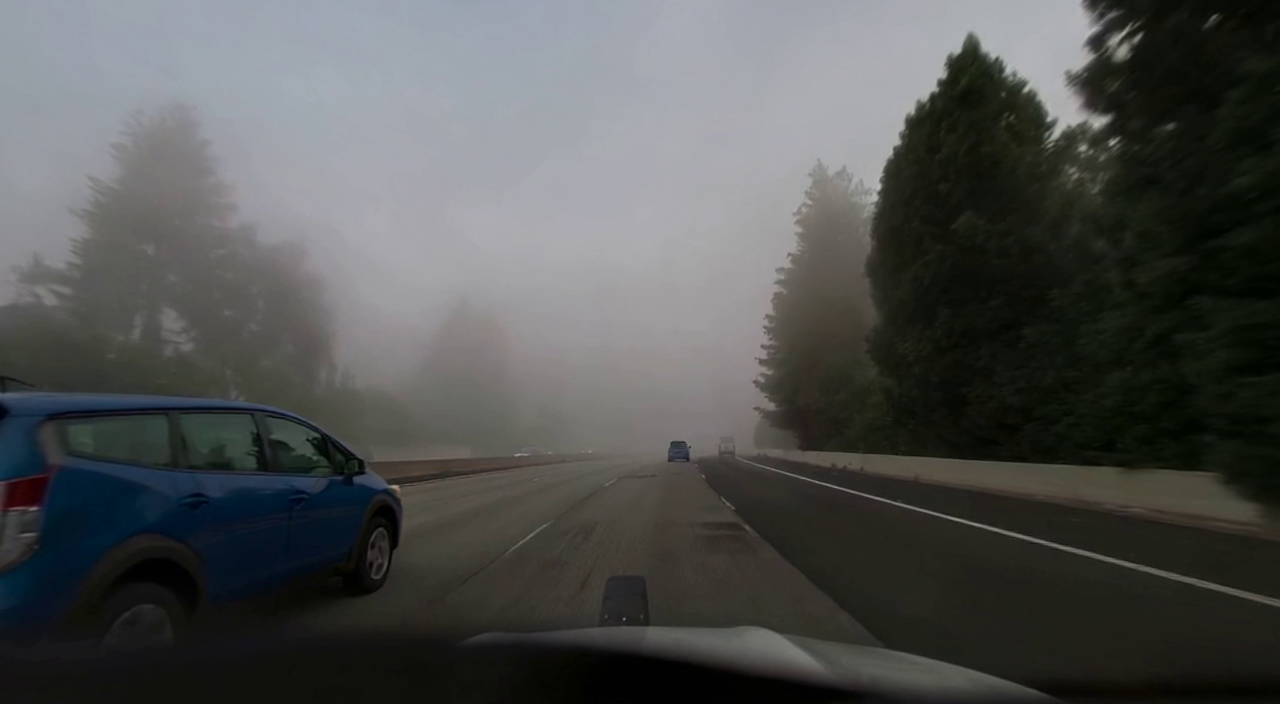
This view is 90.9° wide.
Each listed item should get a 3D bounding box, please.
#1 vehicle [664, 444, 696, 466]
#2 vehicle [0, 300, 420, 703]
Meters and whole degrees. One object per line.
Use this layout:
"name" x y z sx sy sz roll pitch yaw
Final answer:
"vehicle" 2.811 7.153 44.053 2.158 1.458 3.656 -1 -9 5
"vehicle" -3.291 0.967 3.670 2.185 1.823 4.854 0 -9 1
